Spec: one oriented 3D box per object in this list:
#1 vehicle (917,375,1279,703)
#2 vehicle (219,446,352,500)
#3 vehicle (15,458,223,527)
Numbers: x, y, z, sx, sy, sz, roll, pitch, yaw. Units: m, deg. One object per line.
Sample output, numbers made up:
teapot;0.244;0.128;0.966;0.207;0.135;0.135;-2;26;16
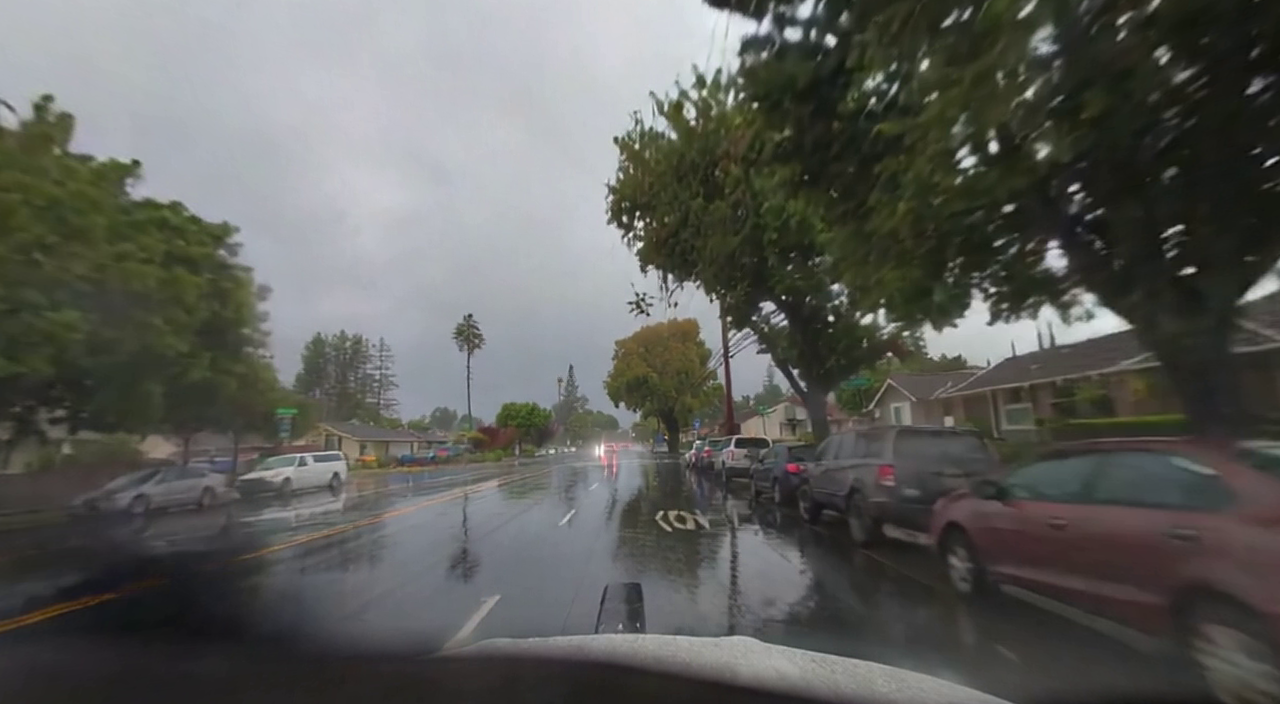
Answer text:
vehicle;3.855;1.167;4.231;1.847;1.687;4.554;0;-9;-1
vehicle;-13.776;4.692;25.088;2.229;1.878;5.540;1;-9;-2
vehicle;-13.678;3.663;17.034;1.909;1.496;4.421;0;-9;-2
